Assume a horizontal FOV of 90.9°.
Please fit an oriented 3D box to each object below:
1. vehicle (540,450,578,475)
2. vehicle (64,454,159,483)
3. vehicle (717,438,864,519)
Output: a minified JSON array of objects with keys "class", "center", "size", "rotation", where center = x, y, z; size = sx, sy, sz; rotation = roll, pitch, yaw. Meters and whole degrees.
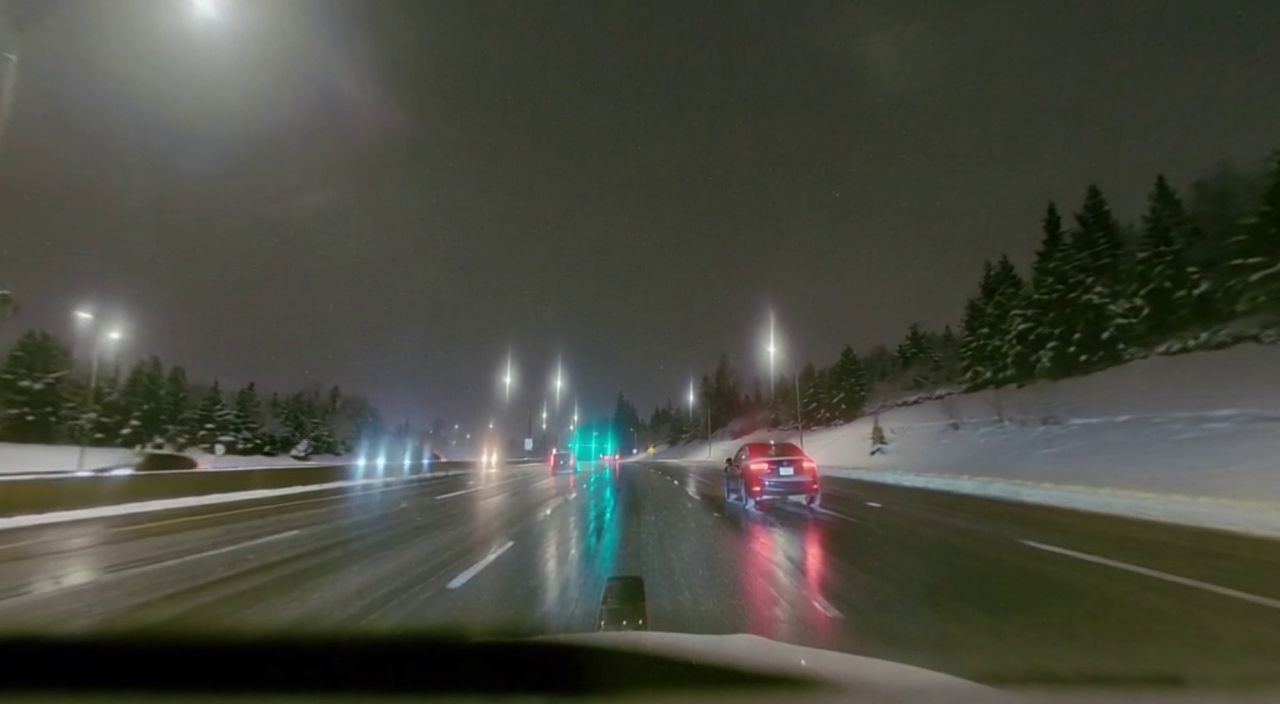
[{"class":"vehicle","center":[-5.109,7.007,40.140],"size":[2.014,1.481,4.156],"rotation":[0,-9,-2]},{"class":"vehicle","center":[-31.069,6.840,37.260],"size":[1.767,1.531,4.427],"rotation":[0,-9,-1]},{"class":"vehicle","center":[3.125,2.752,14.290],"size":[2.030,1.490,4.737],"rotation":[0,-9,-2]}]
